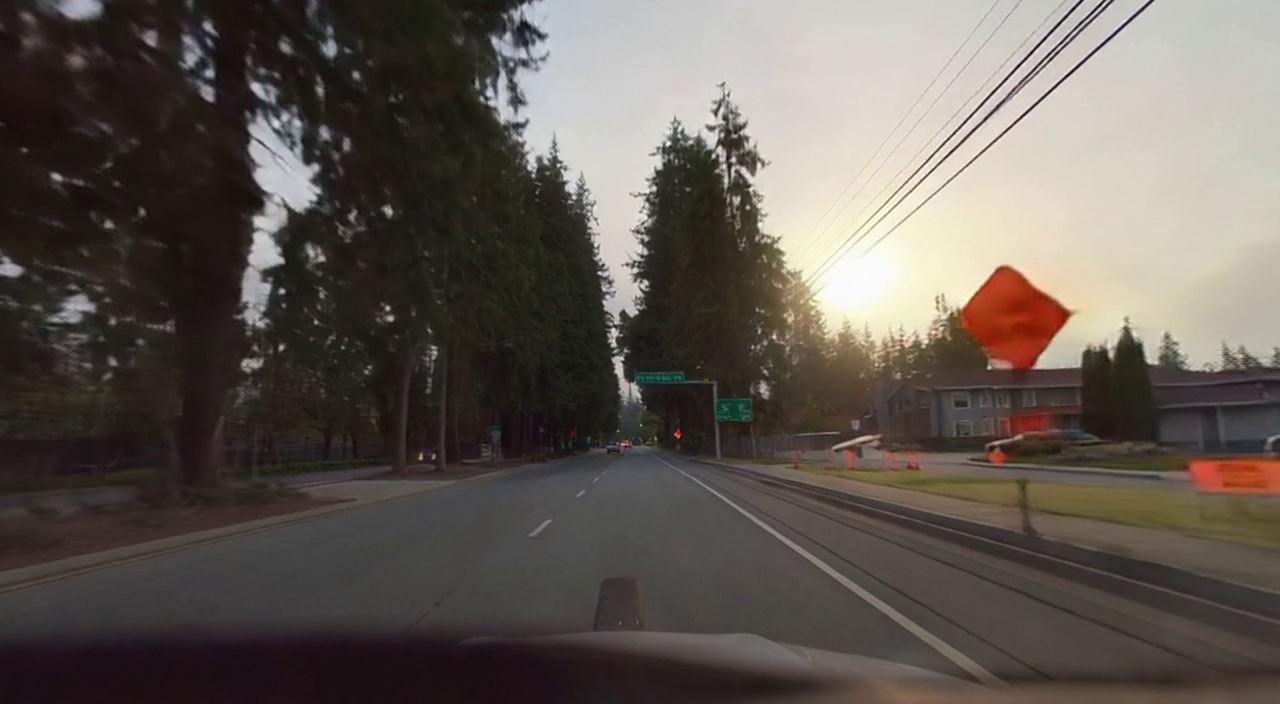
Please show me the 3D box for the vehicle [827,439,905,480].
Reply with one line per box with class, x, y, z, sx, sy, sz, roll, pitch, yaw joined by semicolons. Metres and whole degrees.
vehicle;8.673;4.152;24.587;1.733;1.449;3.764;0;-9;1
